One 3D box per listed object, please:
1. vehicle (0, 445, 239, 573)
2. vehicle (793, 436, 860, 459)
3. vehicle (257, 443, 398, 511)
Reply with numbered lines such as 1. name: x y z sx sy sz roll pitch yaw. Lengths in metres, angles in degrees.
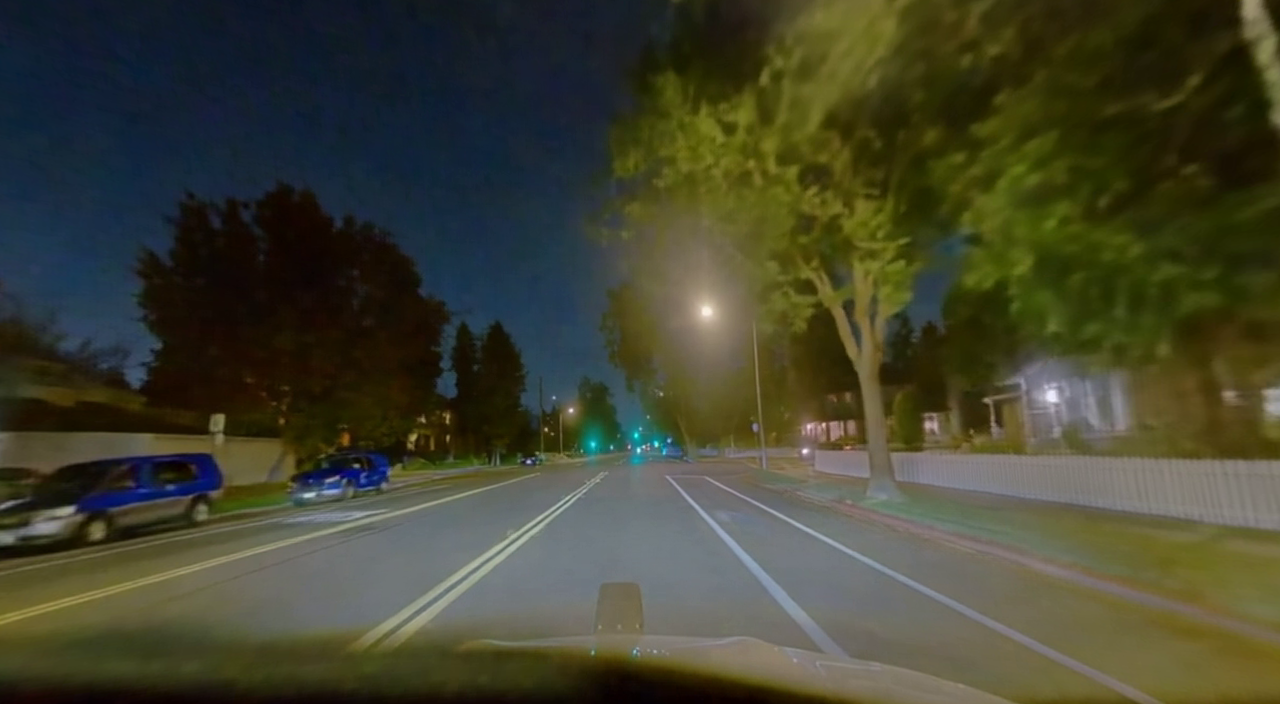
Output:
1. vehicle: -11.079 2.945 12.782 2.341 1.835 5.570 -3 -7 0
2. vehicle: 14.369 7.349 48.849 4.635 1.706 1.954 0 -8 3
3. vehicle: -11.119 4.405 23.081 2.241 1.944 5.709 -4 -8 0
